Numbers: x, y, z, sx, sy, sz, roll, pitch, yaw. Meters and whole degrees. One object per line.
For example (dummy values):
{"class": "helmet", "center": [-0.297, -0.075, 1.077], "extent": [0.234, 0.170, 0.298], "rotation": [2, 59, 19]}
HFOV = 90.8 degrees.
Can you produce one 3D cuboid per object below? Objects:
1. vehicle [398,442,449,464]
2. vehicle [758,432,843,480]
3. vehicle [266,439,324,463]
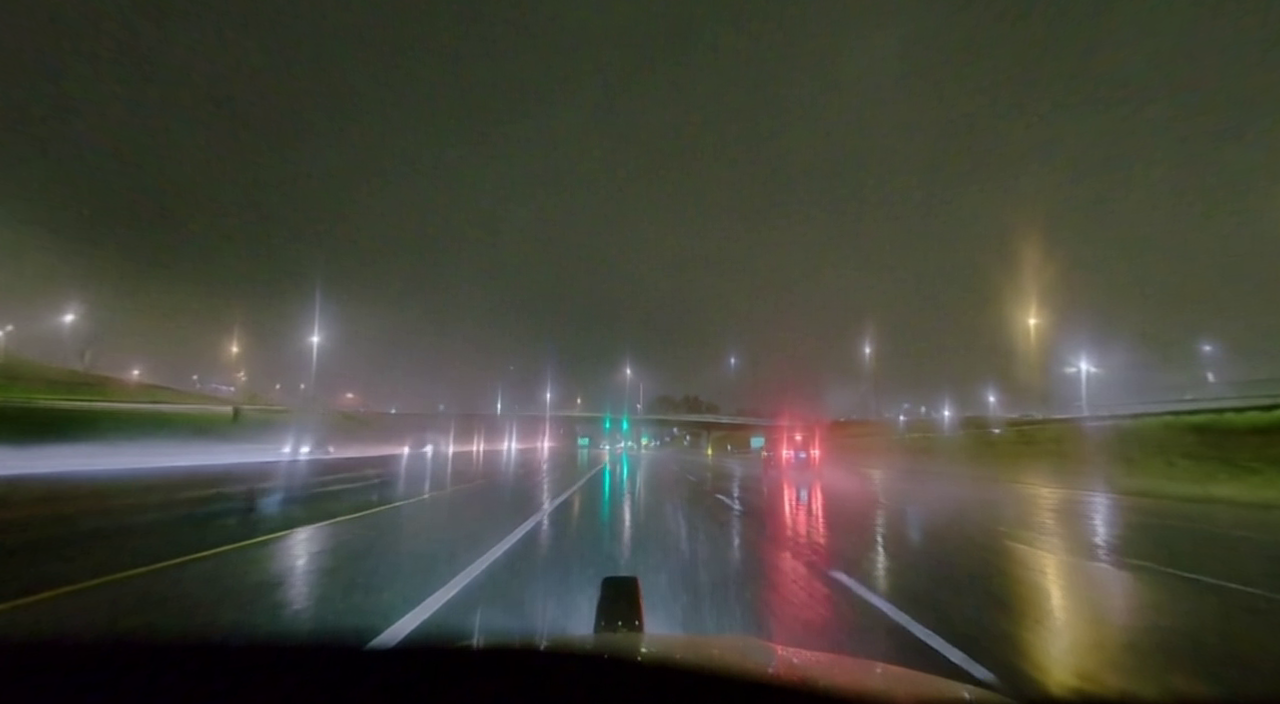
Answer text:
{"class": "vehicle", "center": [-15.070, 7.021, 44.196], "extent": [2.077, 1.452, 4.572], "rotation": [0, -8, -2]}
{"class": "vehicle", "center": [6.357, 4.172, 25.588], "extent": [2.104, 1.723, 4.538], "rotation": [0, -8, -2]}
{"class": "vehicle", "center": [-26.587, 7.622, 48.819], "extent": [1.983, 1.735, 4.547], "rotation": [0, -8, -2]}
